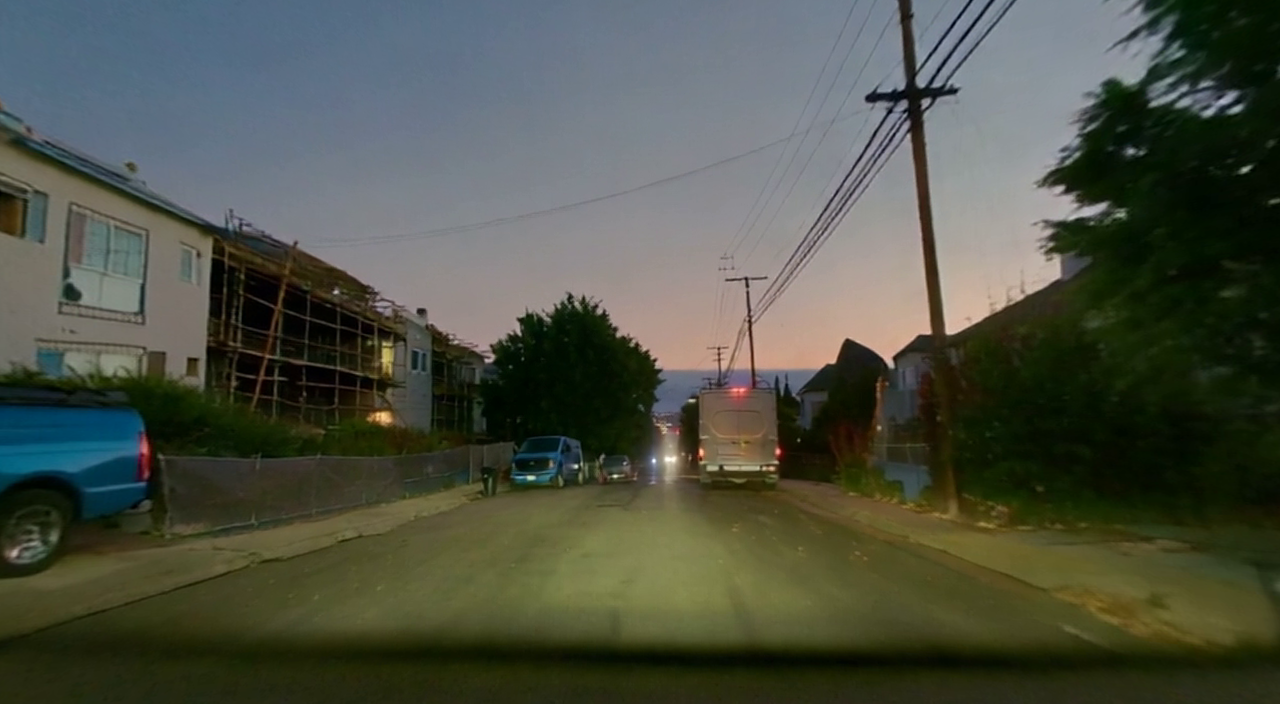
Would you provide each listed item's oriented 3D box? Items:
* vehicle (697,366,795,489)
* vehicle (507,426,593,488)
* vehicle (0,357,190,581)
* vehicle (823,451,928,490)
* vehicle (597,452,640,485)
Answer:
[{"bbox_3d":[3.724,3.228,24.603,2.915,3.793,9.963,0,-11,5],"label":"vehicle"},{"bbox_3d":[-3.342,3.949,24.397,2.171,1.910,4.789,-2,-4,5],"label":"vehicle"},{"bbox_3d":[-6.811,0.877,4.545,2.238,1.895,5.648,-2,-9,11],"label":"vehicle"},{"bbox_3d":[13.290,6.712,35.868,5.321,1.857,1.976,-1,-3,12],"label":"vehicle"},{"bbox_3d":[-1.317,7.501,40.986,2.257,1.916,5.089,-1,-8,5],"label":"vehicle"}]
